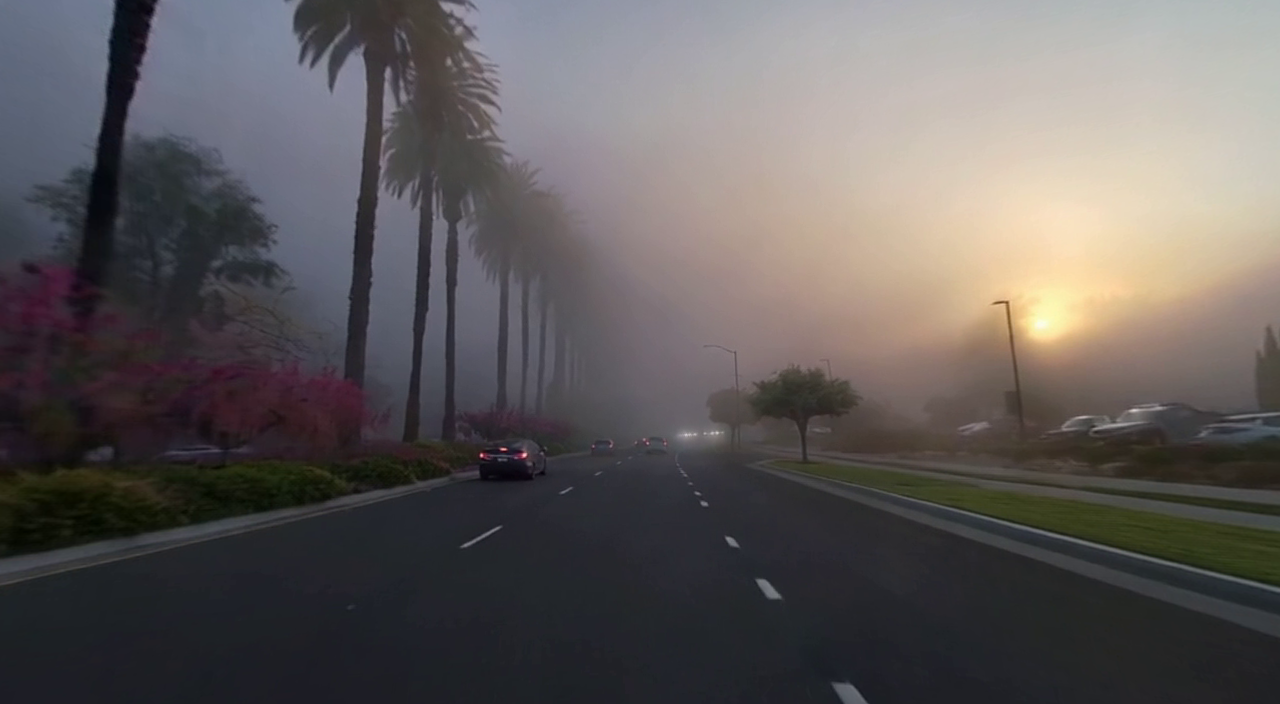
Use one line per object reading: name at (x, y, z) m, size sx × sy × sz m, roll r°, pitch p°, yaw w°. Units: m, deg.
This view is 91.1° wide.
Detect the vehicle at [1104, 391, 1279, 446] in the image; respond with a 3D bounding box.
vehicle at (21.211, 2.593, 24.056) m, size 5.294 × 1.978 × 2.201 m, roll 1°, pitch -8°, yaw -7°

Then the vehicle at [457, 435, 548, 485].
vehicle at (-4.411, 3.550, 20.952) m, size 2.036 × 1.478 × 4.508 m, roll 0°, pitch -8°, yaw 0°

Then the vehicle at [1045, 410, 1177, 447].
vehicle at (21.555, 3.531, 28.876) m, size 4.366 × 1.617 × 2.096 m, roll 0°, pitch -8°, yaw 0°

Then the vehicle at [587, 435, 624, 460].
vehicle at (-2.538, 7.247, 47.698) m, size 2.188 × 1.819 × 4.667 m, roll -1°, pitch -8°, yaw 4°
